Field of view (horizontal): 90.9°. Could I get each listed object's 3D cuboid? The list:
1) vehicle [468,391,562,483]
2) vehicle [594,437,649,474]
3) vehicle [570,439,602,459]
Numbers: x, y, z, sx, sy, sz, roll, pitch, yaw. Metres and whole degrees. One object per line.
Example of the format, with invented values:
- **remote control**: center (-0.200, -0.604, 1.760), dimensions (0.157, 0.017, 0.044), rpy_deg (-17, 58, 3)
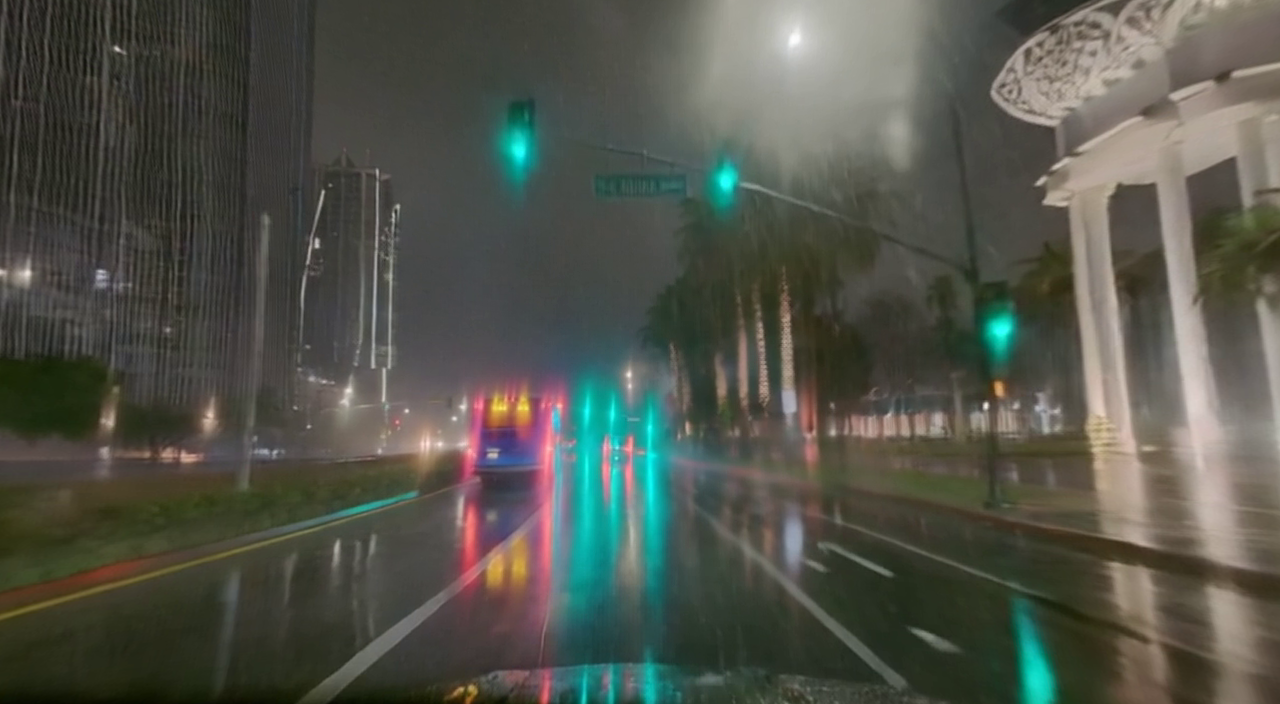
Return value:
- **vehicle**: center (-4.677, 3.434, 25.249), dimensions (2.678, 3.042, 8.474), rpy_deg (1, -8, -5)
- **vehicle**: center (-0.887, 4.561, 27.911), dimensions (2.107, 1.481, 4.097), rpy_deg (1, -9, -6)
- **vehicle**: center (-4.090, 7.208, 46.888), dimensions (1.993, 1.452, 3.873), rpy_deg (2, -9, -10)
